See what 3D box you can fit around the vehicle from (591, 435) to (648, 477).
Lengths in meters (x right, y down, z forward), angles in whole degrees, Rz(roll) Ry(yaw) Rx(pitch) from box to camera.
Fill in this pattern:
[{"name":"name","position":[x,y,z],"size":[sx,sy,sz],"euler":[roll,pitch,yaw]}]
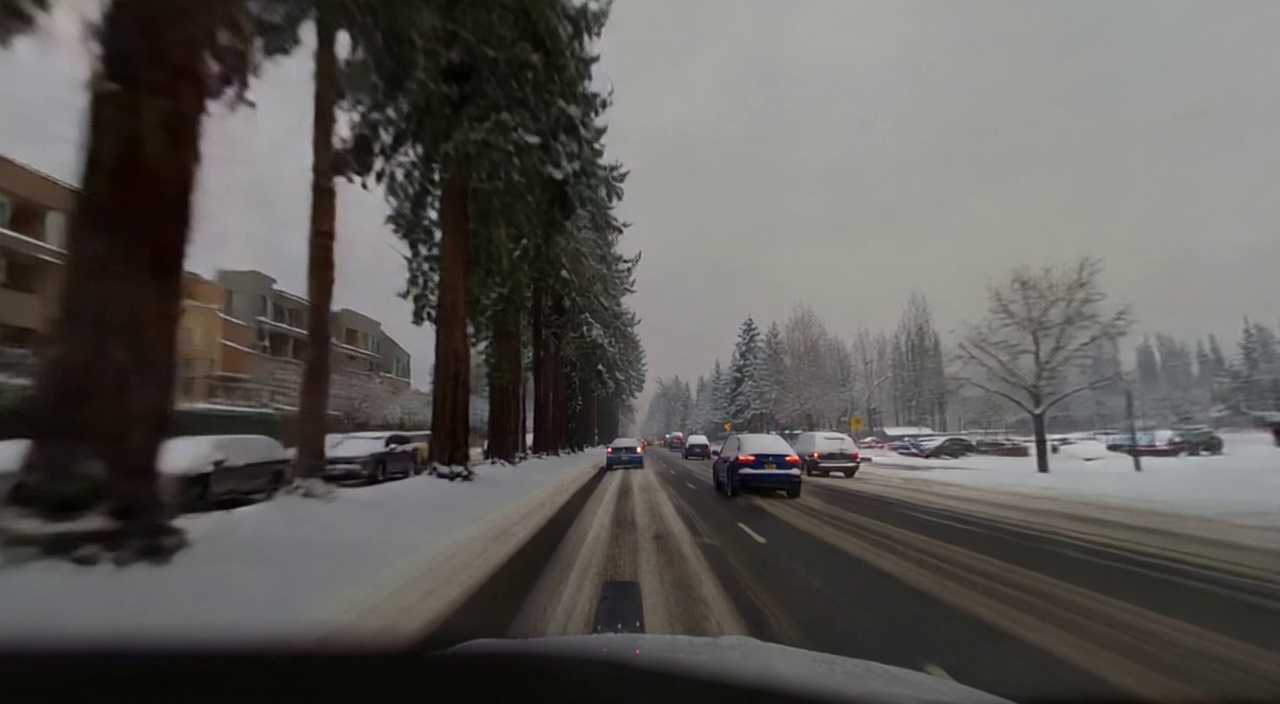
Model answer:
[{"name":"vehicle","position":[-0.725,3.931,24.069],"size":[1.994,1.479,3.647],"euler":[0,-8,-1]}]

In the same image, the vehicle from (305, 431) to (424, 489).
[{"name":"vehicle","position":[-9.035,3.552,21.192],"size":[2.019,1.668,4.433],"euler":[-1,-8,-1]}]

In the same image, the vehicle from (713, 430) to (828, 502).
[{"name":"vehicle","position":[2.982,2.703,15.296],"size":[1.852,1.498,3.825],"euler":[0,-8,-2]}]

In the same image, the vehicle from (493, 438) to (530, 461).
[{"name":"vehicle","position":[-9.510,7.232,47.085],"size":[1.953,1.612,4.204],"euler":[0,-9,0]}]

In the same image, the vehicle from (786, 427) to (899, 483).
[{"name":"vehicle","position":[7.195,3.742,23.202],"size":[2.224,1.772,5.325],"euler":[0,-9,-2]}]

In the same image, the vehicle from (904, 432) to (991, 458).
[{"name":"vehicle","position":[20.528,6.240,42.286],"size":[4.697,1.691,2.106],"euler":[0,-9,-1]}]

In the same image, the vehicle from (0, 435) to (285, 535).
[{"name":"vehicle","position":[-9.041,2.334,11.807],"size":[2.148,1.473,4.709],"euler":[0,-8,-2]}]
